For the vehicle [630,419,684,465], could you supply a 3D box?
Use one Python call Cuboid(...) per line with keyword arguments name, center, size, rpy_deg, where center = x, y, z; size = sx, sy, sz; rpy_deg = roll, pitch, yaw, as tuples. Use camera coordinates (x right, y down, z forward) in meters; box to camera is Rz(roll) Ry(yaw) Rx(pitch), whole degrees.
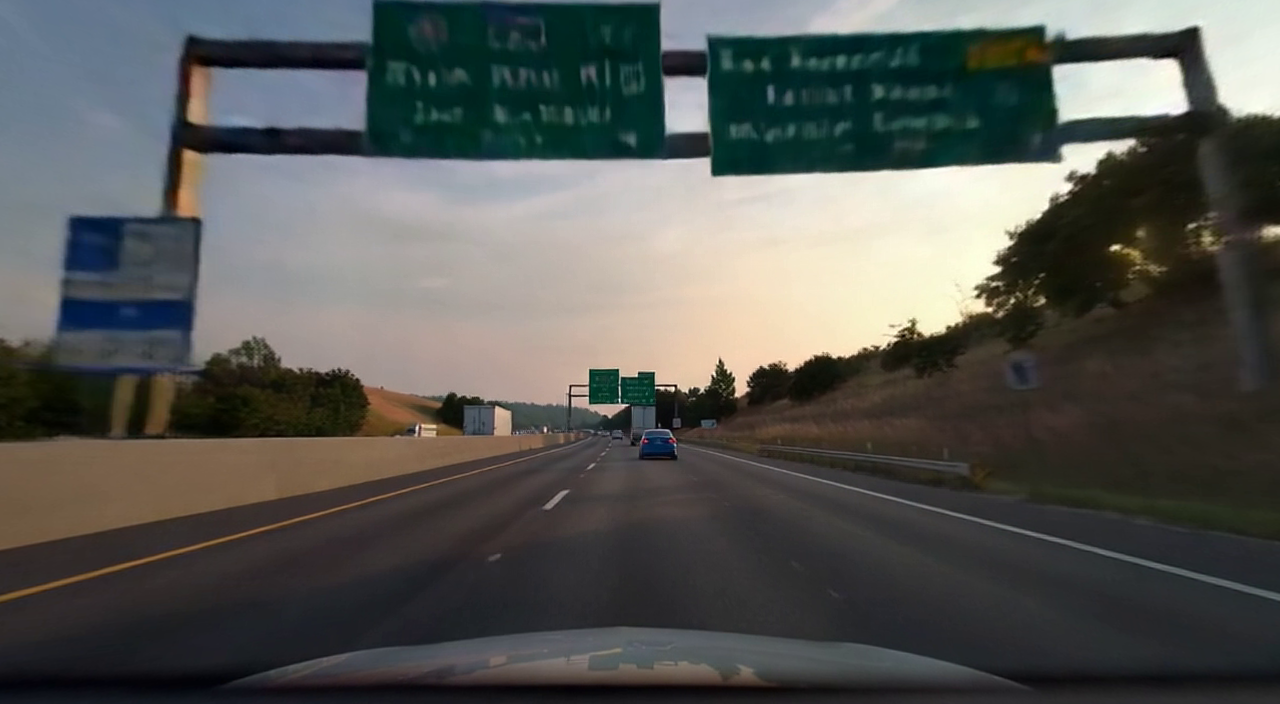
Cuboid(name="vehicle", center=(0.682, 4.042, 28.541), size=(2.076, 1.914, 4.287), rpy_deg=(0, -8, -3))
